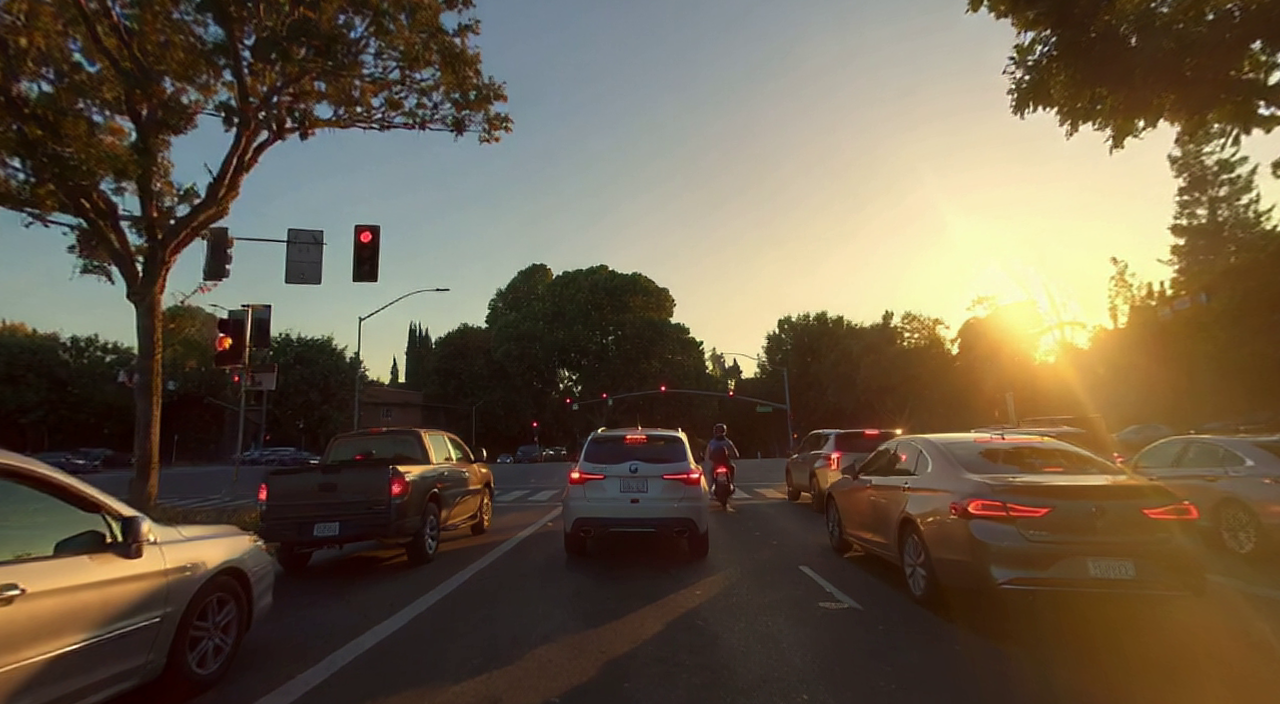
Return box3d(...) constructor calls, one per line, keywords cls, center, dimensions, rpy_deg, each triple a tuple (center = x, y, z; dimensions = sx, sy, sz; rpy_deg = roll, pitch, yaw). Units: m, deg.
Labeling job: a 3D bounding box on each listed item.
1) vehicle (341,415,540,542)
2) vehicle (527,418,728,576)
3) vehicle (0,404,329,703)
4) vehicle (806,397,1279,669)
box3d(cls="vehicle", center=(-3.210, 2.138, 11.312), dimensions=(2.048, 1.805, 4.405), rpy_deg=(0, -8, 1))
box3d(cls="vehicle", center=(-0.098, 1.806, 8.591), dimensions=(2.106, 1.655, 3.717), rpy_deg=(0, -8, 1))
box3d(cls="vehicle", center=(-3.343, 0.954, 2.389), dimensions=(1.863, 1.495, 4.667), rpy_deg=(0, -8, 1))
box3d(cls="vehicle", center=(3.226, 1.443, 6.187), dimensions=(2.006, 1.659, 4.462), rpy_deg=(0, -8, 1))
